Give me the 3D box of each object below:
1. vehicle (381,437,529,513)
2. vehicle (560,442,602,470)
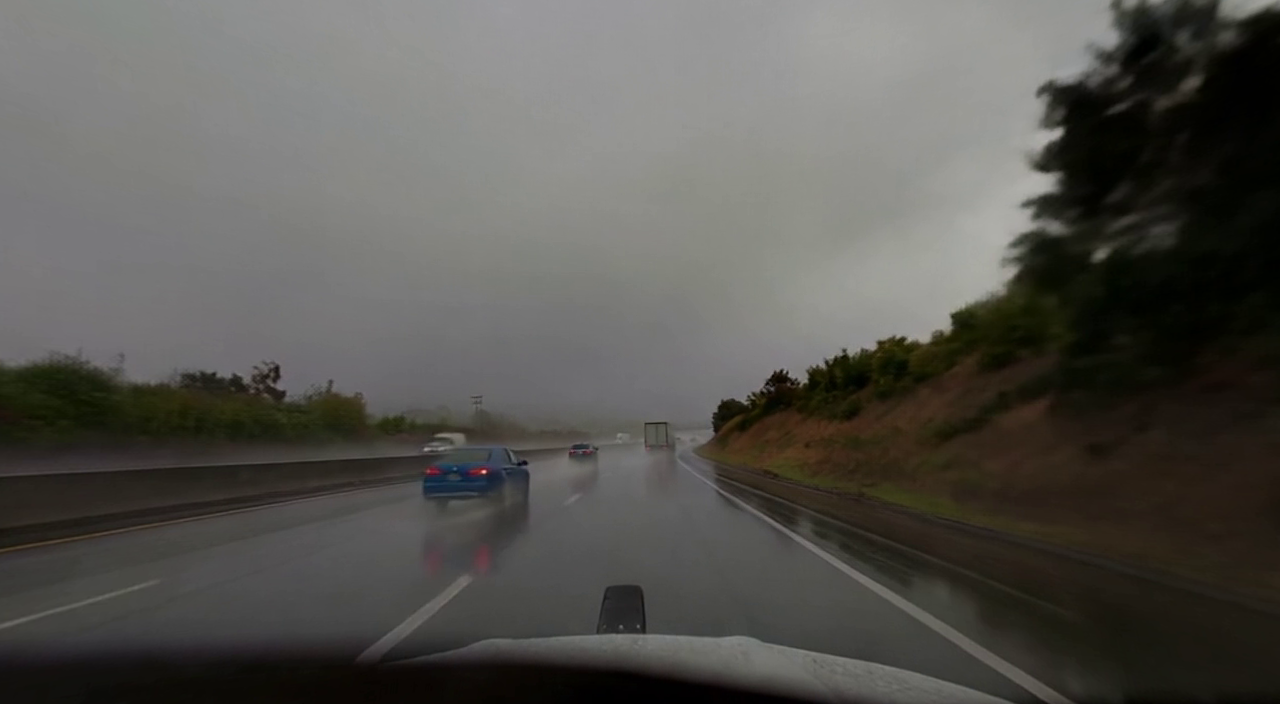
[{"bbox_3d":[-4.007,2.743,14.571,2.078,1.469,4.371,0,-9,0],"label":"vehicle"},{"bbox_3d":[-3.294,5.895,35.798,1.943,1.460,3.961,-1,-9,1],"label":"vehicle"}]
